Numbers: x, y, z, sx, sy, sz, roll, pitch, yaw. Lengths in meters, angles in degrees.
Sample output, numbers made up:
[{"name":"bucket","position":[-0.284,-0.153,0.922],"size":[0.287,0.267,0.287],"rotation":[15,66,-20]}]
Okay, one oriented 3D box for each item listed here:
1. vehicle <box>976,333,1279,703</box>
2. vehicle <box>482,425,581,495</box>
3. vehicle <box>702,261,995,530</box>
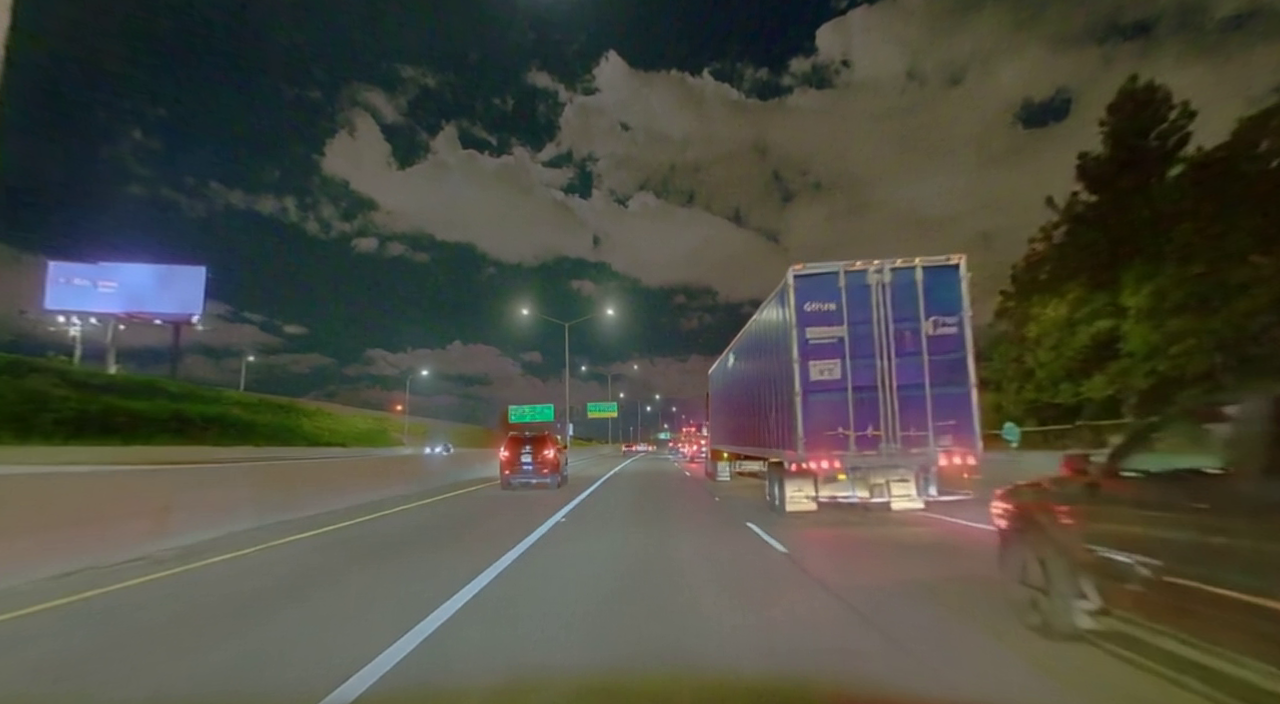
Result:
[{"name":"vehicle","position":[3.987,0.866,3.495],"size":[1.984,1.737,4.064],"rotation":[-1,-9,1]},{"name":"vehicle","position":[-2.959,3.072,18.177],"size":[2.006,1.741,4.277],"rotation":[-1,-9,1]},{"name":"vehicle","position":[3.951,1.803,17.607],"size":[2.903,4.190,15.630],"rotation":[-1,-9,0]}]
